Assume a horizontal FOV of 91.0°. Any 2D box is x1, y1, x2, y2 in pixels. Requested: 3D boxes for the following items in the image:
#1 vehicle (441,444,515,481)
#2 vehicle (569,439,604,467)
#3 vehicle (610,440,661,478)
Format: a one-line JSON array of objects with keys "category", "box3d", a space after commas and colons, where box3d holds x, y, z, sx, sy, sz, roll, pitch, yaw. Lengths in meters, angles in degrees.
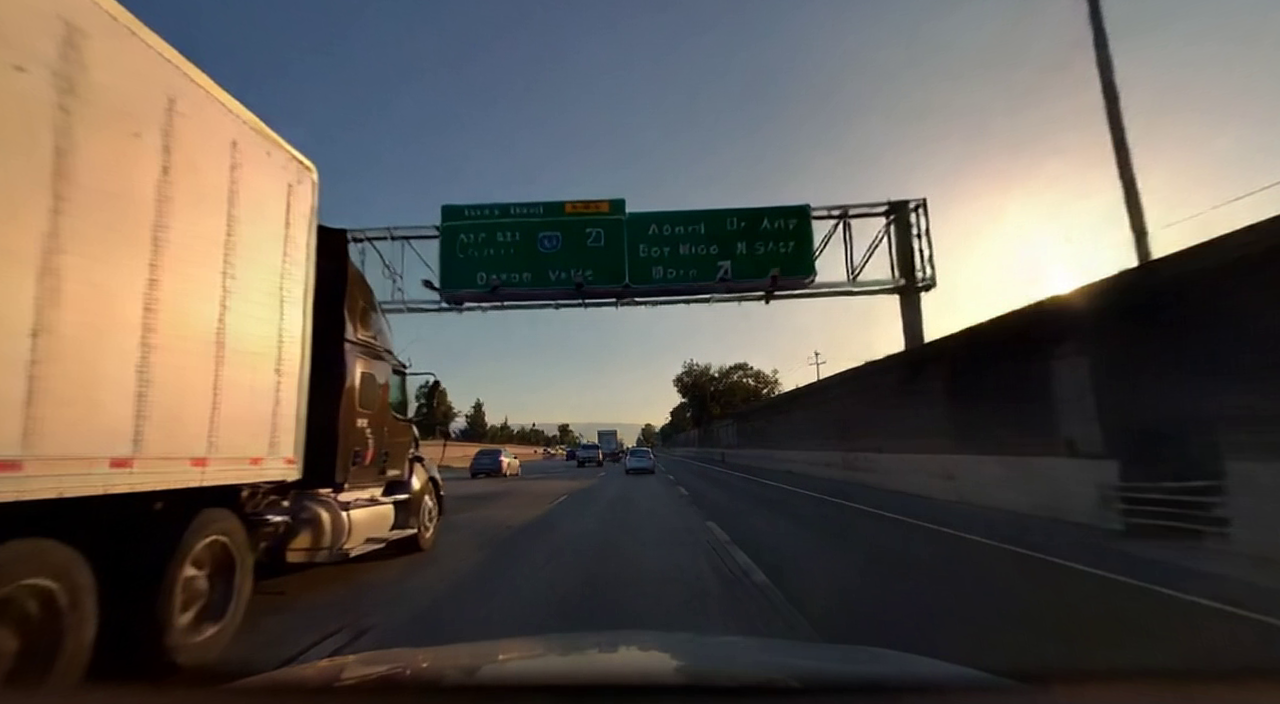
[{"category": "vehicle", "box3d": [-7.141, 4.904, 28.321, 2.025, 1.510, 4.582, 0, -9, 1]}, {"category": "vehicle", "box3d": [-3.799, 7.326, 45.812, 2.109, 1.840, 4.614, 0, -9, 1]}, {"category": "vehicle", "box3d": [-0.175, 4.928, 29.232, 2.178, 1.640, 4.071, 0, -9, 0]}]
